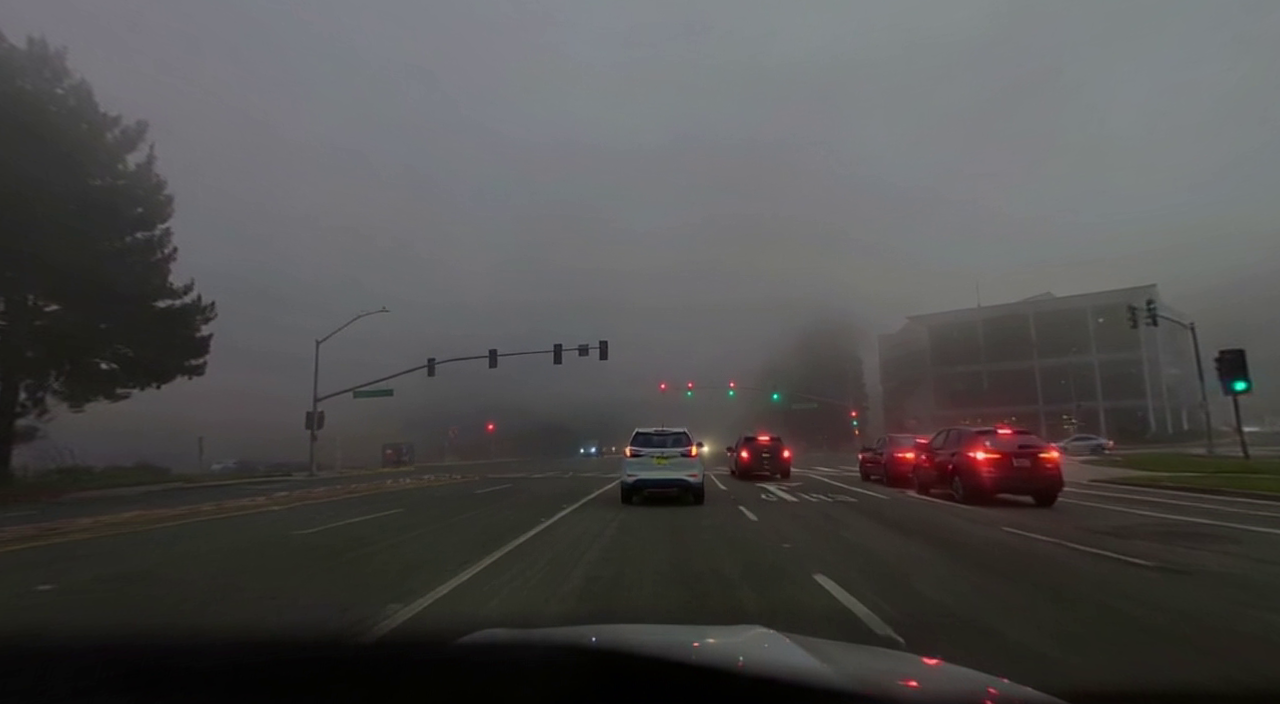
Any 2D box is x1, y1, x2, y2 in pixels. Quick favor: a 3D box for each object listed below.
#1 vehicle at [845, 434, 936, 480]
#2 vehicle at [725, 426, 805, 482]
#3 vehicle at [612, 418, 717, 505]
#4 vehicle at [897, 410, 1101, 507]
[{"bbox_3d":[8.821,3.724,22.674,1.862,1.471,4.297,-1,-9,5],"label":"vehicle"},{"bbox_3d":[4.343,3.644,22.711,2.188,1.774,4.646,-1,-9,4],"label":"vehicle"},{"bbox_3d":[0.621,2.630,15.464,2.211,1.795,4.179,-1,-9,3],"label":"vehicle"},{"bbox_3d":[7.643,2.333,14.109,2.074,1.791,4.393,-1,-9,2],"label":"vehicle"}]
